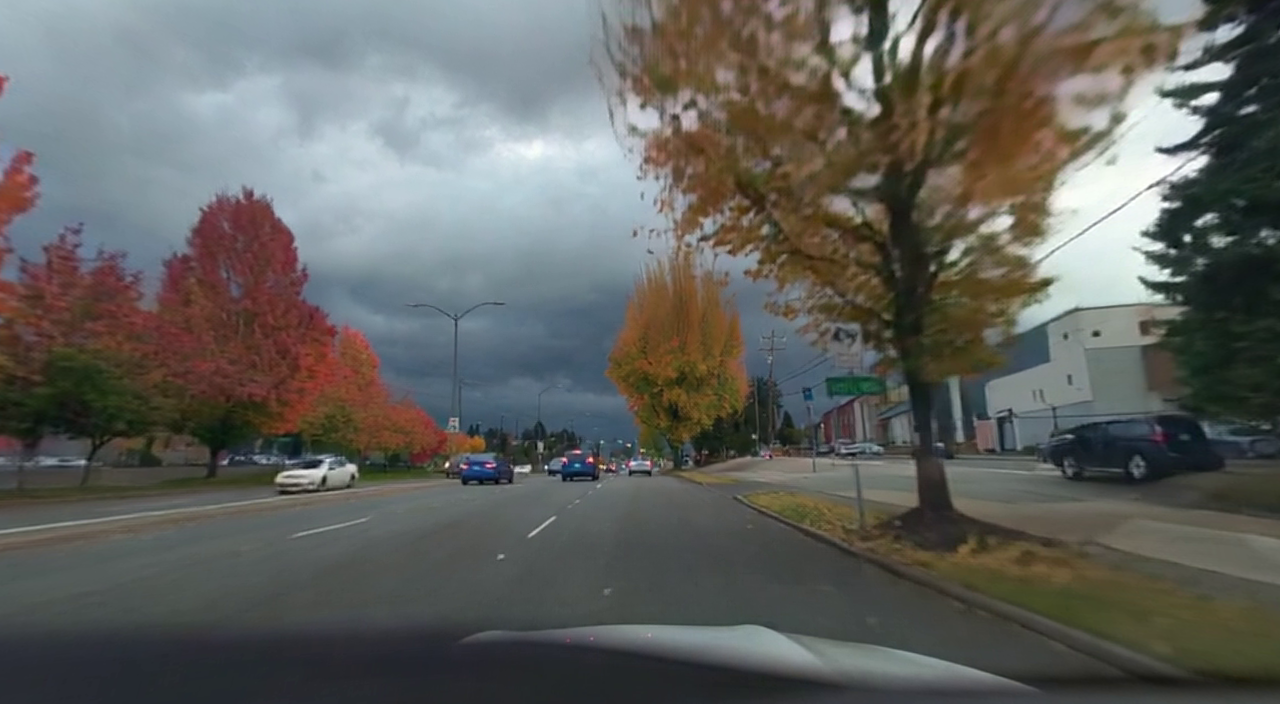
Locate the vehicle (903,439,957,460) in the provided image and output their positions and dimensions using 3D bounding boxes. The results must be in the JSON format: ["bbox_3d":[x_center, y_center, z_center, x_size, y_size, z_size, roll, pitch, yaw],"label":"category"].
[{"bbox_3d":[22.147,7.466,48.257,1.884,1.532,4.745,0,-9,1],"label":"vehicle"}]

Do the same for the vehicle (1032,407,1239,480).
[{"bbox_3d":[13.082,2.408,16.994,1.862,1.559,3.959,-4,-6,-11],"label":"vehicle"}]

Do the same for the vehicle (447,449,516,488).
[{"bbox_3d":[-7.092,5.223,28.659,1.932,1.596,4.247,0,-9,1],"label":"vehicle"}]

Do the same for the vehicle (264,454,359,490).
[{"bbox_3d":[-15.790,5.761,30.640,1.969,1.503,4.797,0,-9,1],"label":"vehicle"}]

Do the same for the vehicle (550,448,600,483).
[{"bbox_3d":[-3.374,5.981,33.450,2.085,1.663,4.513,0,-9,1],"label":"vehicle"}]
